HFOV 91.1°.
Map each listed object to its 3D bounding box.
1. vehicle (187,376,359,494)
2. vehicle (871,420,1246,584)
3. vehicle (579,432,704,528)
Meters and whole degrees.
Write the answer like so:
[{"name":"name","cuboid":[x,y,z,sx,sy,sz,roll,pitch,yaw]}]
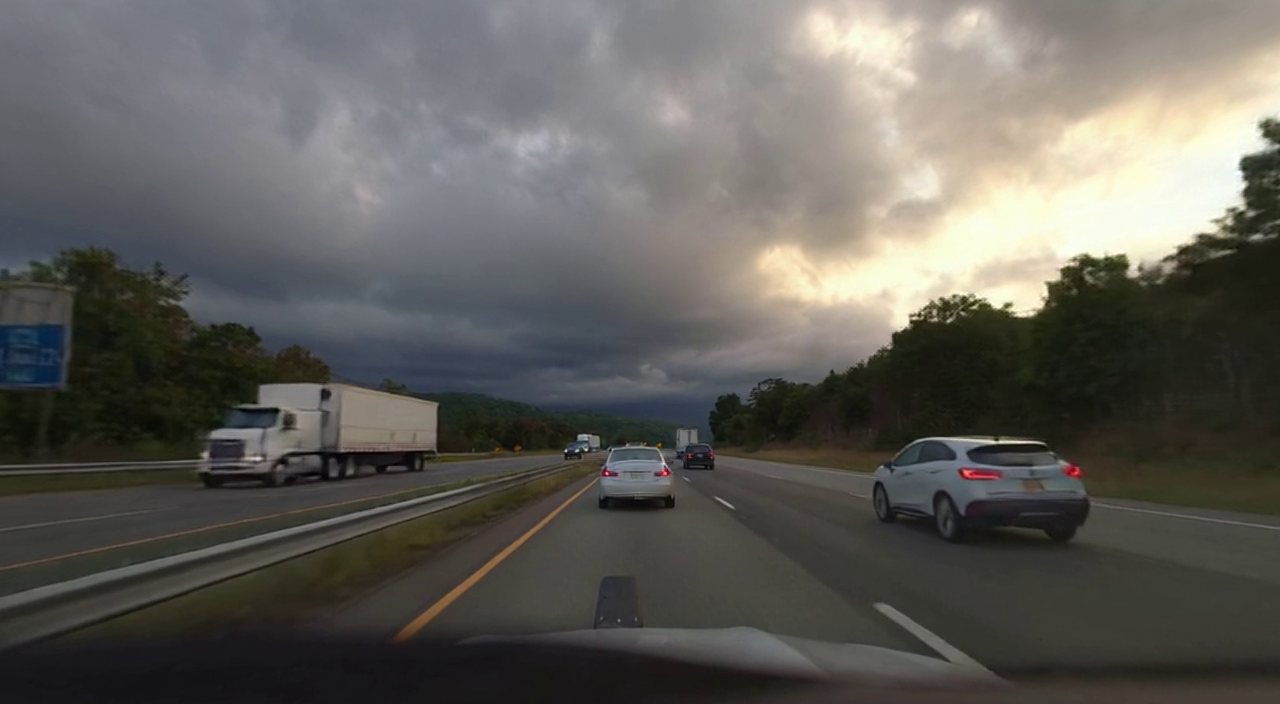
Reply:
[{"name":"vehicle","cuboid":[-13.764,3.238,24.315,2.937,3.963,5.772,-1,-9,1]},{"name":"vehicle","cuboid":[4.698,1.719,7.982,1.931,1.516,3.995,0,-9,-1]},{"name":"vehicle","cuboid":[-0.020,2.438,12.454,2.088,1.580,3.657,0,-9,-1]}]
